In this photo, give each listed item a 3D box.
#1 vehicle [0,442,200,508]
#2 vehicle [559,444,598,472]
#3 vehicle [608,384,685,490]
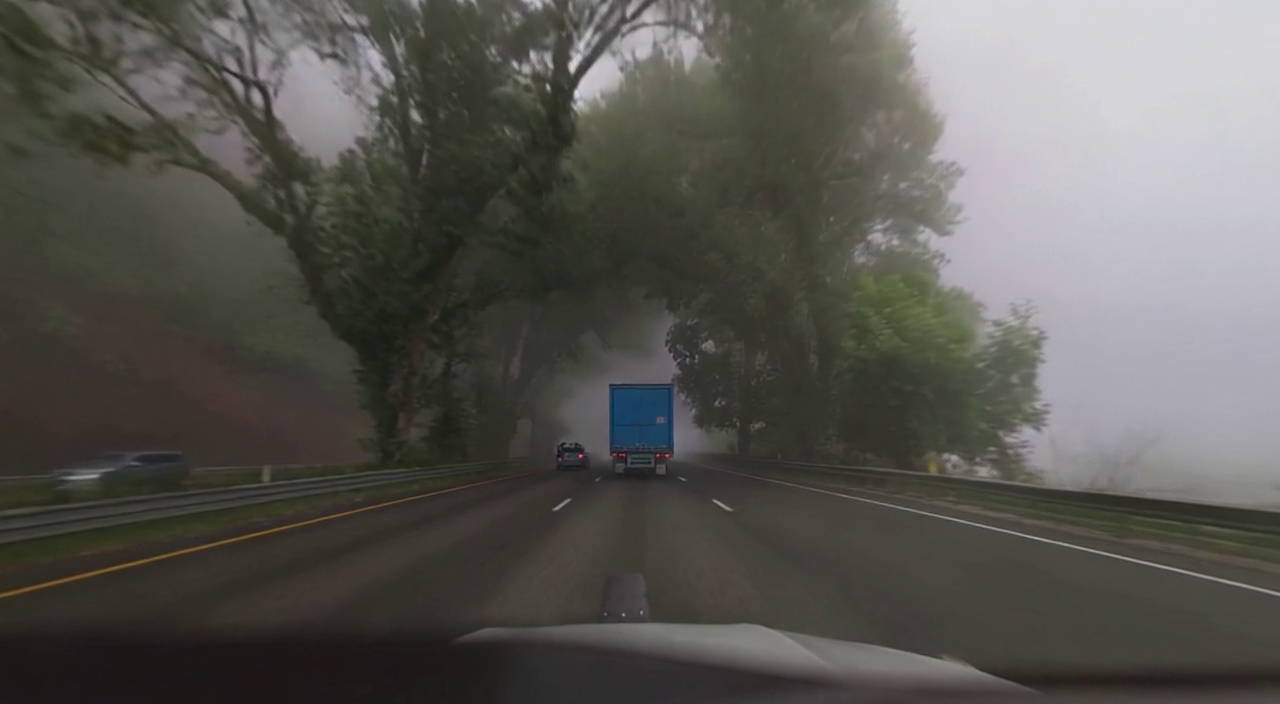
[{"bbox_3d":[-16.463,3.701,19.481,2.008,1.748,4.967,0,-9,1],"label":"vehicle"},{"bbox_3d":[-3.886,6.800,40.568,2.018,1.632,4.722,0,-9,1],"label":"vehicle"},{"bbox_3d":[0.337,3.824,27.747,2.821,3.878,8.925,0,-9,1],"label":"vehicle"}]
